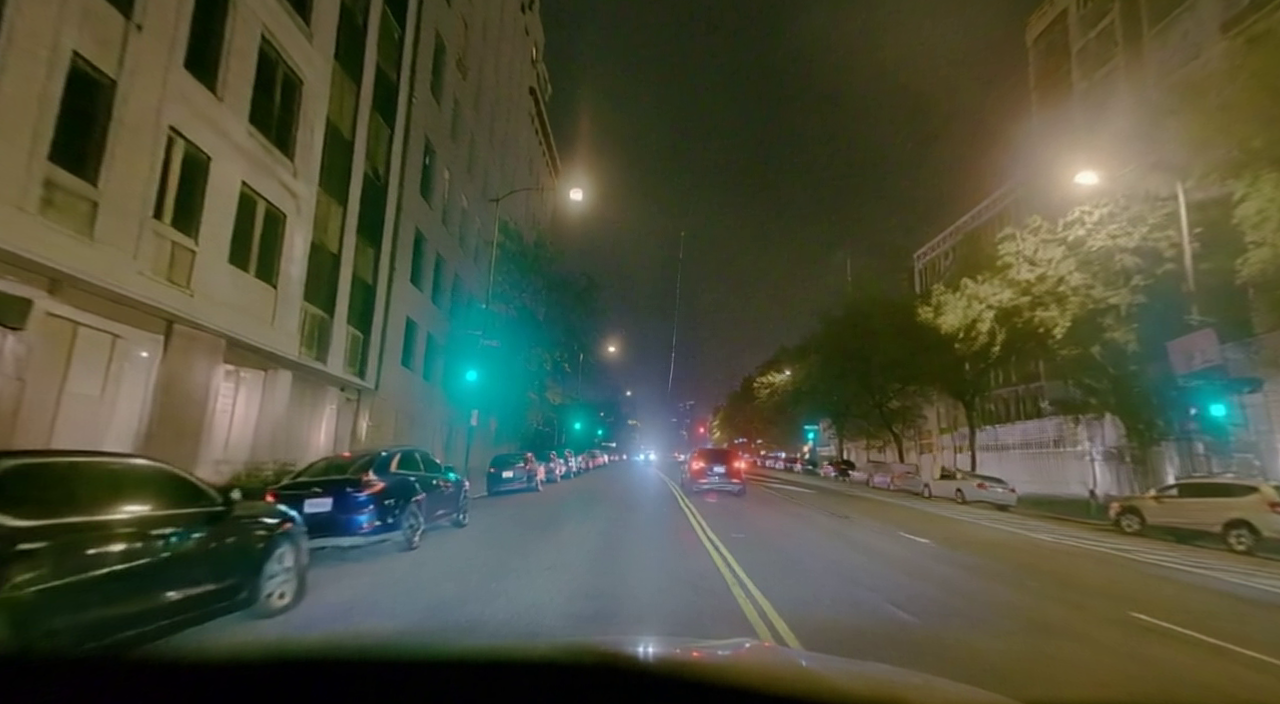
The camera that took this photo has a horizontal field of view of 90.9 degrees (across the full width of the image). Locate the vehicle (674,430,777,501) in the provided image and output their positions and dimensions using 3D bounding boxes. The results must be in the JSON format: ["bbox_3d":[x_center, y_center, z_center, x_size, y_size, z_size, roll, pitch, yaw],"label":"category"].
[{"bbox_3d":[2.455,3.499,19.989,2.411,1.899,5.993,0,-9,0],"label":"vehicle"}]

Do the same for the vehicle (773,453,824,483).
[{"bbox_3d":[9.748,7.136,39.009,2.022,1.512,4.120,5,-9,0],"label":"vehicle"}]

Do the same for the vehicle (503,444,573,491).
[{"bbox_3d":[-3.504,4.035,22.431,1.842,1.497,4.238,0,-8,-1],"label":"vehicle"}]

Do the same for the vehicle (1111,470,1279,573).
[{"bbox_3d":[13.286,3.670,13.928,2.189,1.753,4.376,4,-8,-5],"label":"vehicle"}]

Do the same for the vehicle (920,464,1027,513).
[{"bbox_3d":[13.278,5.418,25.421,1.866,1.554,4.393,1,-8,-1],"label":"vehicle"}]

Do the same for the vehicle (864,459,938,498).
[{"bbox_3d":[13.382,6.500,32.627,2.036,1.704,4.401,3,-9,1],"label":"vehicle"}]

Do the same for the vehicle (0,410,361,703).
[{"bbox_3d":[-3.565,1.115,3.467,1.989,1.467,4.350,0,-8,1],"label":"vehicle"}]

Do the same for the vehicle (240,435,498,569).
[{"bbox_3d":[-3.565,2.023,9.322,1.822,1.488,4.271,0,-8,1],"label":"vehicle"}]

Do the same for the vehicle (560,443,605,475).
[{"bbox_3d":[-3.153,5.930,35.214,1.933,1.652,4.508,0,-9,2],"label":"vehicle"}]
